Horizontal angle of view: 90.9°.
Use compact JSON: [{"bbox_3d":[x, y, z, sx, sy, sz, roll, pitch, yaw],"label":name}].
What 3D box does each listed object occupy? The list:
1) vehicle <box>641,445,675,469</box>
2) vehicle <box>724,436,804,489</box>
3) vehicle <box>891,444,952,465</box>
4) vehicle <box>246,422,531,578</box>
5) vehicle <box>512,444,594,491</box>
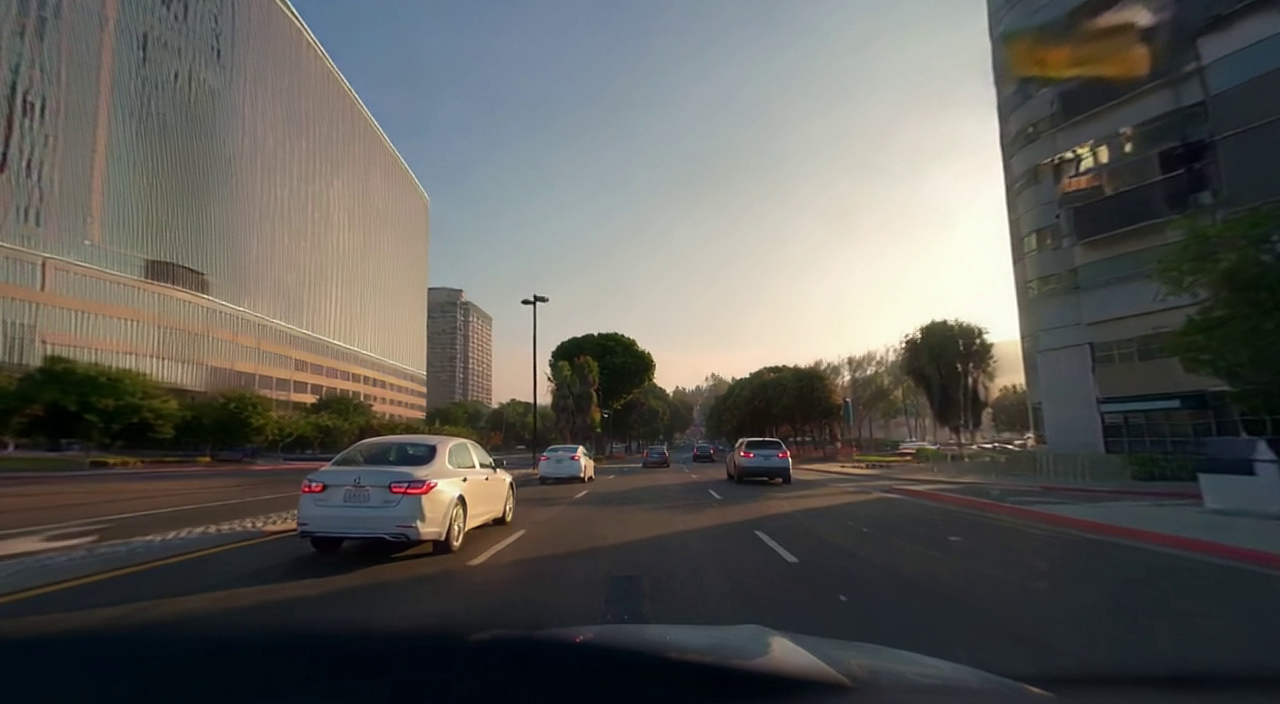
[{"bbox_3d":[1.214,6.956,41.935,2.164,1.477,3.988,-1,-8,2],"label":"vehicle"},{"bbox_3d":[4.324,3.916,22.659,2.103,1.699,4.171,0,-8,1],"label":"vehicle"},{"bbox_3d":[18.947,6.883,42.476,3.368,1.389,1.595,1,-8,-8],"label":"vehicle"},{"bbox_3d":[-2.957,1.843,8.720,2.118,1.568,4.436,0,-8,0],"label":"vehicle"},{"bbox_3d":[-2.885,3.952,21.978,1.980,1.454,4.226,-1,-8,4],"label":"vehicle"}]
